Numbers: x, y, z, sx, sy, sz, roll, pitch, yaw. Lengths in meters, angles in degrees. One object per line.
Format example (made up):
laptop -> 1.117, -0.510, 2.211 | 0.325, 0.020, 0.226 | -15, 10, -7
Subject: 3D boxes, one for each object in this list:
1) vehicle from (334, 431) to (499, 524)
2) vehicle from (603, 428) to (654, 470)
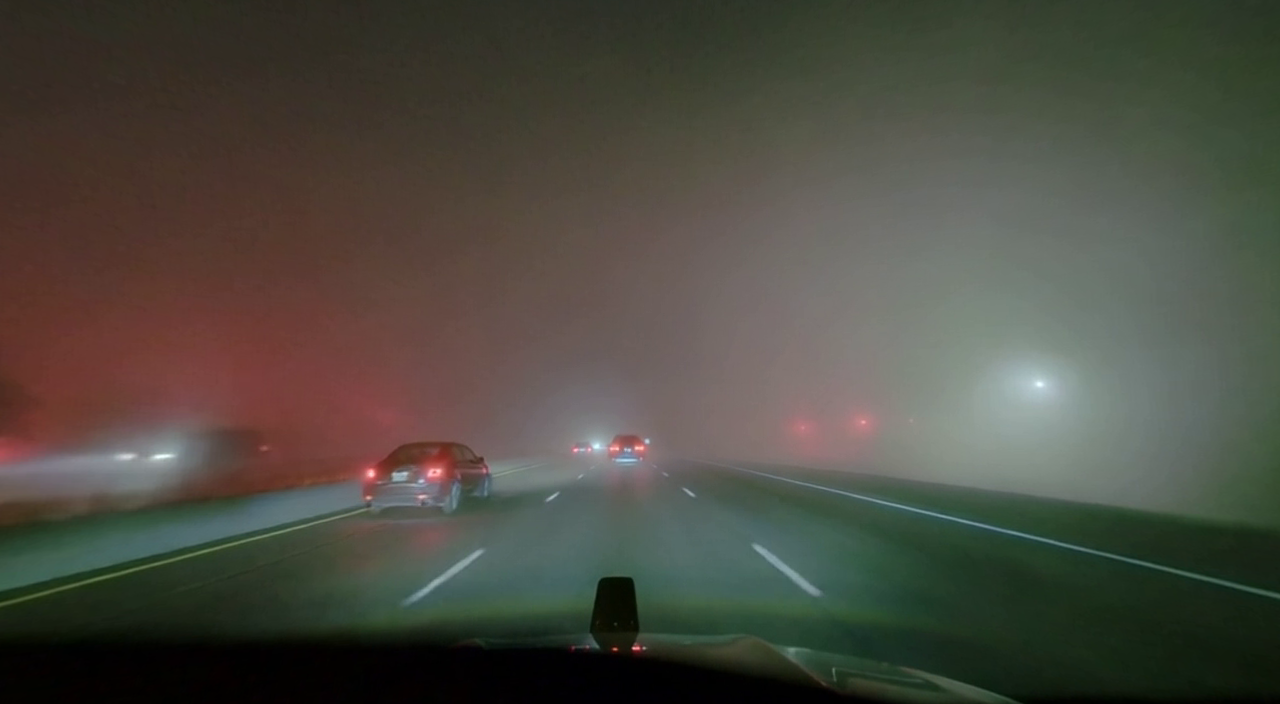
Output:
vehicle -> -4.244, 2.416, 12.667 | 1.945, 1.550, 3.780 | 0, -8, 0
vehicle -> -0.598, 4.873, 31.815 | 2.382, 1.973, 4.439 | 0, -8, -2
